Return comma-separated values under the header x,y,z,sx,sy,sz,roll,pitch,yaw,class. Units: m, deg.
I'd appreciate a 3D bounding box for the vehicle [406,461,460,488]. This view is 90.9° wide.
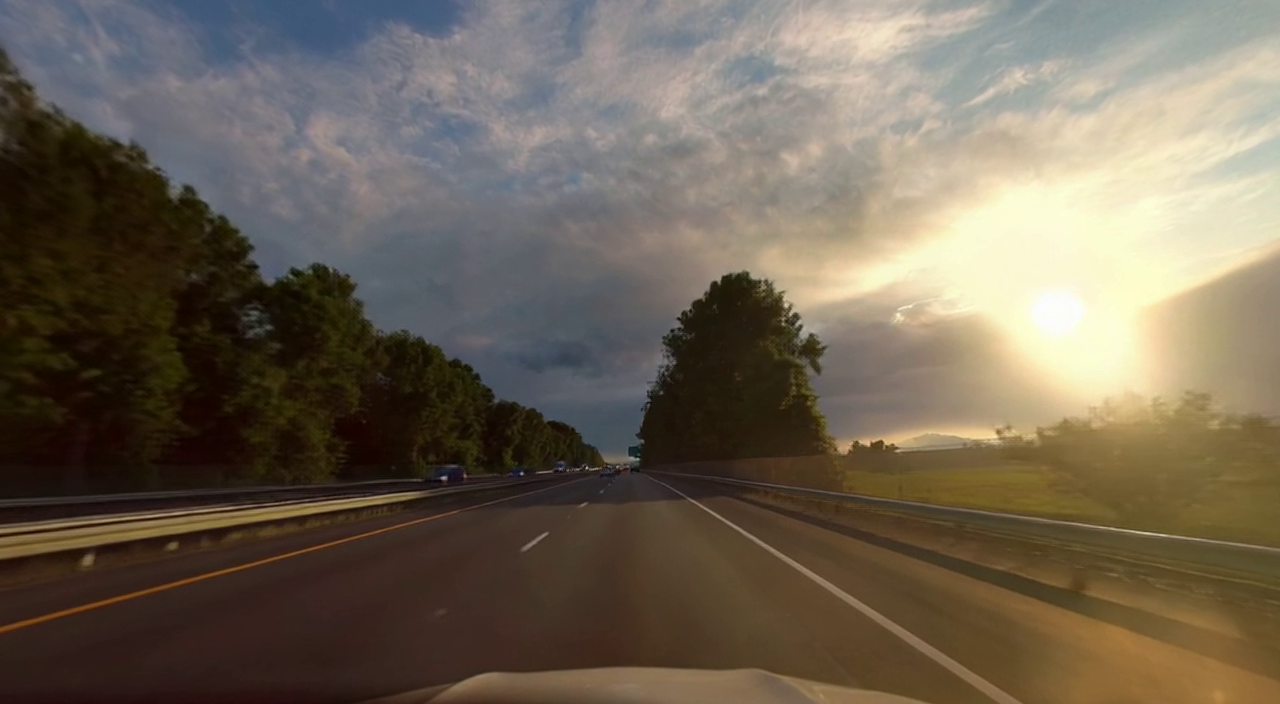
x,y,z,sx,sy,sz,roll,pitch,yaw,class
-12.794,7.618,39.176,1.897,1.530,4.027,1,-10,0,vehicle
